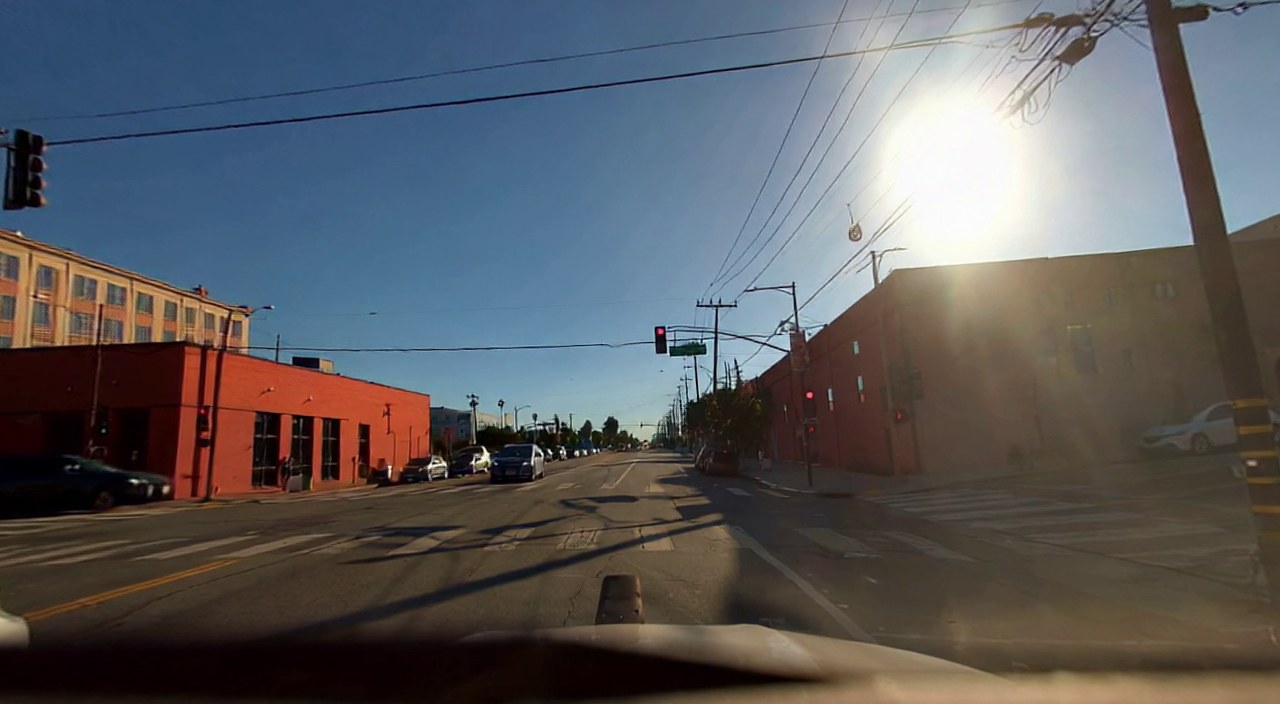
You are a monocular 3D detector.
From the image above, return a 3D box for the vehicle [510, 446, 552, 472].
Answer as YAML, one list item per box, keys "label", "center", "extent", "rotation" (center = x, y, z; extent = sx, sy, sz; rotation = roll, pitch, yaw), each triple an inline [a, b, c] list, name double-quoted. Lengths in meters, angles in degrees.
- label: "vehicle"
  center: [-8.177, 8.011, 47.566]
  extent: [2.096, 1.830, 4.752]
  rotation: [0, -9, 2]

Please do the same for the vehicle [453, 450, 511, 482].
- label: "vehicle"
  center: [-8.739, 6.309, 35.187]
  extent: [2.020, 1.672, 3.842]
  rotation: [0, -9, 3]

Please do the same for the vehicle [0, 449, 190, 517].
- label: "vehicle"
  center: [-15.141, 3.432, 16.787]
  extent: [4.525, 1.650, 2.120]
  rotation: [2, -9, -11]

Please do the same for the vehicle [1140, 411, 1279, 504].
- label: "vehicle"
  center: [12.682, 2.130, 12.839]
  extent: [3.234, 1.746, 1.941]
  rotation: [0, -9, 1]

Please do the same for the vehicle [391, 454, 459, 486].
- label: "vehicle"
  center: [-12.053, 6.610, 35.606]
  extent: [1.943, 1.574, 4.727]
  rotation: [0, -9, 3]
